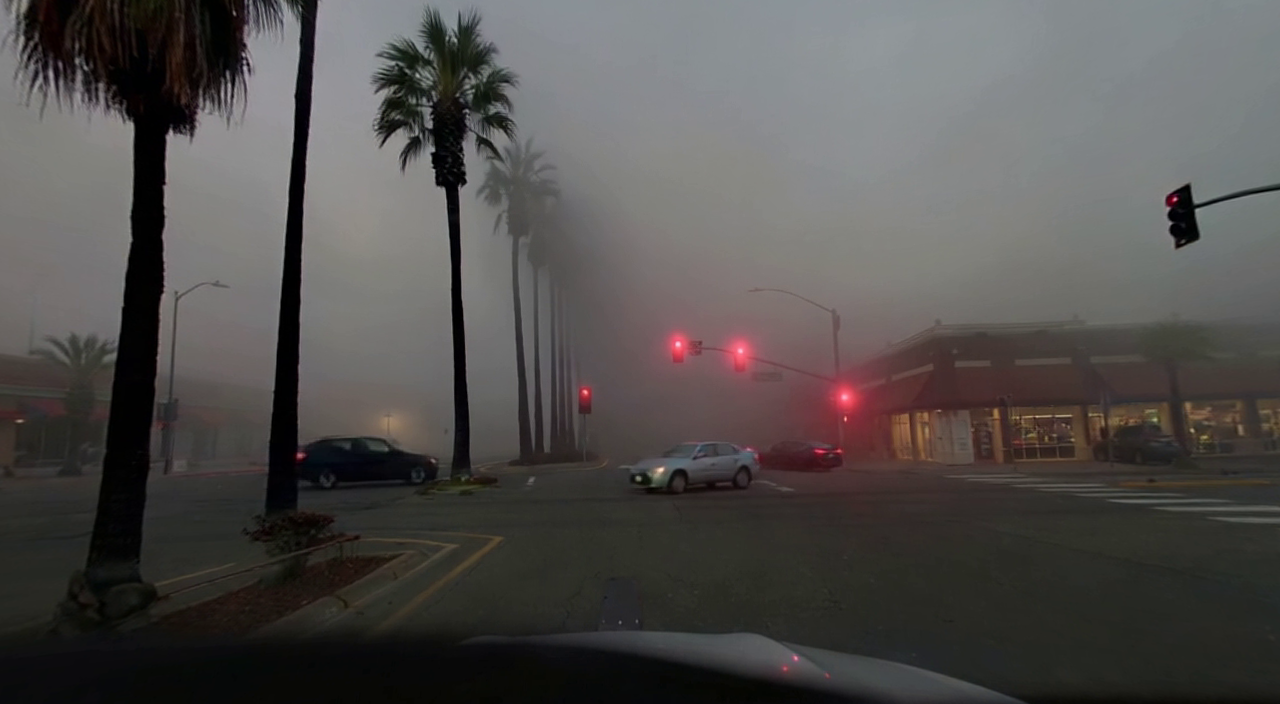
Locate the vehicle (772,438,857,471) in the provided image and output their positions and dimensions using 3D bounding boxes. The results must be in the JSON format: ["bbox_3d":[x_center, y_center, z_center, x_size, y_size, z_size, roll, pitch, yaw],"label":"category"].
[{"bbox_3d":[8.936,5.262,32.539,1.890,1.572,3.826,6,-10,-36],"label":"vehicle"}]

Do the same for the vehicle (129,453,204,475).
[{"bbox_3d":[-37.196,8.803,49.600,2.160,1.565,4.868,0,-8,-1],"label":"vehicle"}]

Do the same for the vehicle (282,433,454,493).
[{"bbox_3d":[-8.399,3.378,19.541,4.603,1.653,1.999,5,-10,-30],"label":"vehicle"}]

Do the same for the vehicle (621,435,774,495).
[{"bbox_3d":[1.661,3.172,17.993,4.035,1.512,1.828,5,-10,-31],"label":"vehicle"}]
